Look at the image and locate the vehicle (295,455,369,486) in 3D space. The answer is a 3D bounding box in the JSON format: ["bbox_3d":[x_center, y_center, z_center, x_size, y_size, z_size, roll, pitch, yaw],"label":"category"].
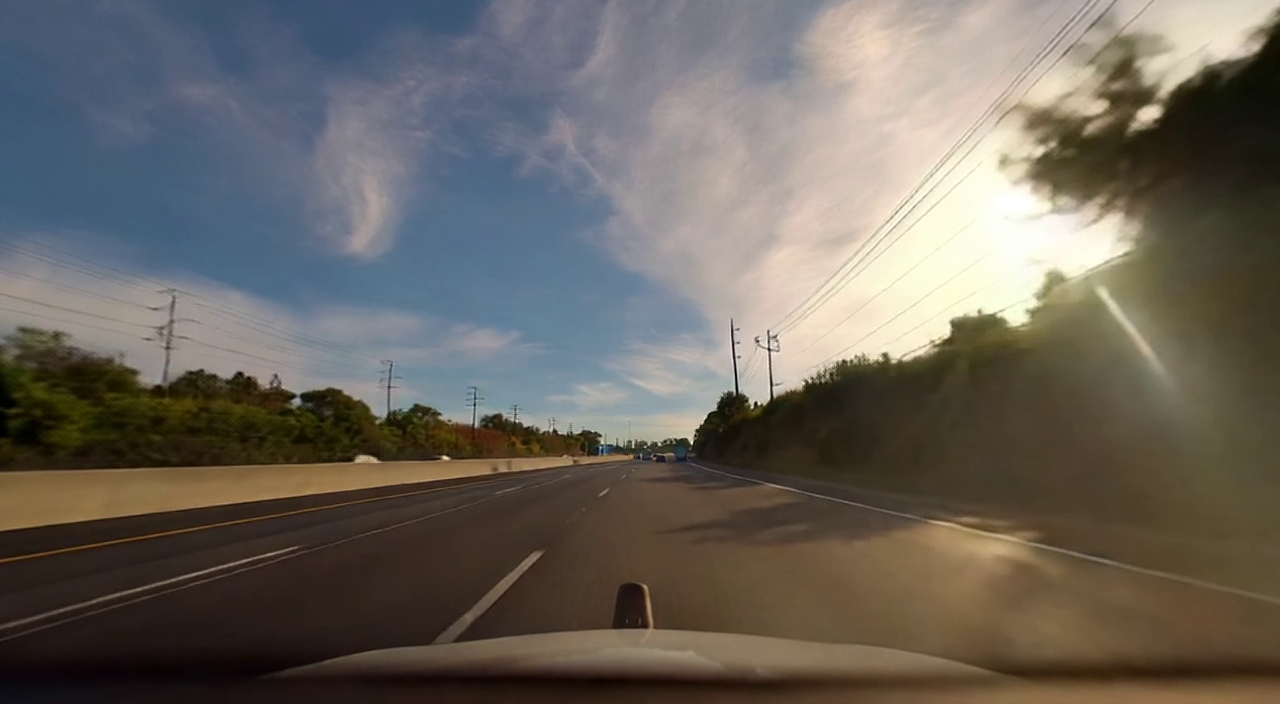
[{"bbox_3d":[-18.070,6.927,37.213,1.879,1.641,4.747,0,-9,1],"label":"vehicle"}]
